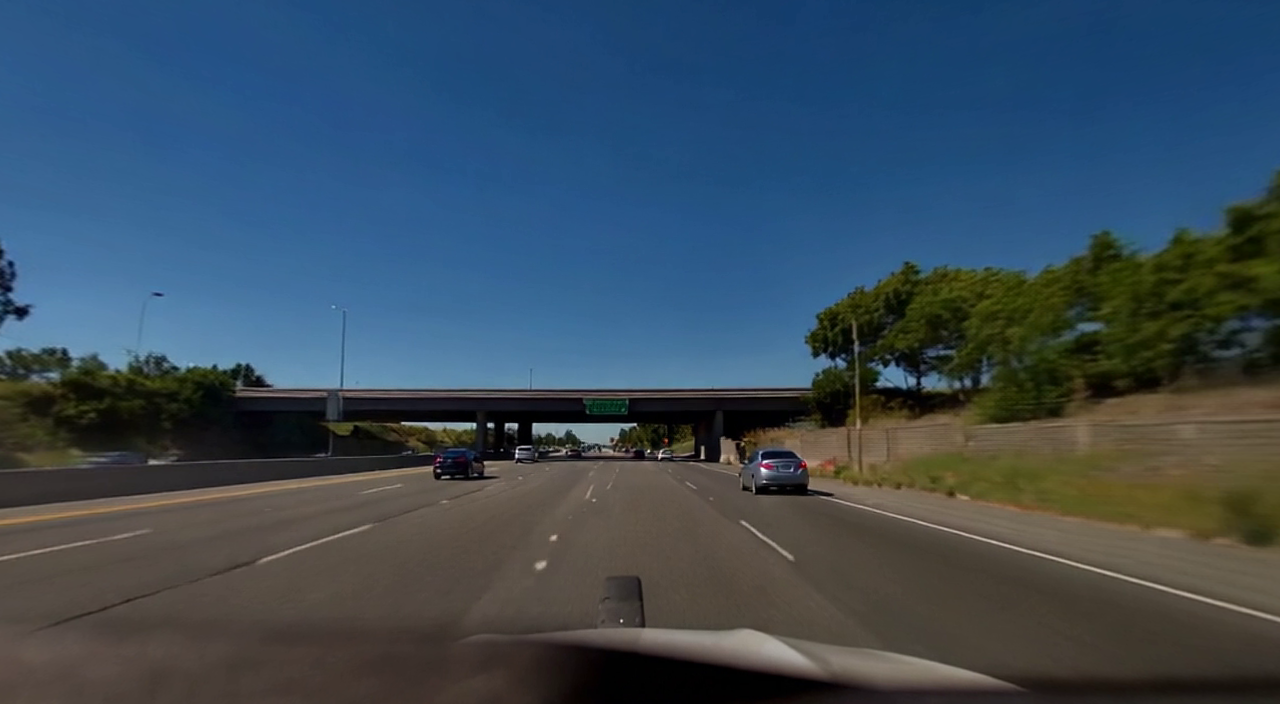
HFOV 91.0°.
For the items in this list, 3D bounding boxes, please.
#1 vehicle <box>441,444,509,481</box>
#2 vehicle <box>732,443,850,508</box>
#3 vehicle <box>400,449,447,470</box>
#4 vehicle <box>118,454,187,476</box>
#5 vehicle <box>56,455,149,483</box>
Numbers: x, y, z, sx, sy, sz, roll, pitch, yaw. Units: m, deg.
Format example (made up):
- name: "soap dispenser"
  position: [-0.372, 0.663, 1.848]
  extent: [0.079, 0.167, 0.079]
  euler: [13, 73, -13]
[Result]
- name: "vehicle"
  position: [-7.619, 5.144, 29.582]
  extent: [2.072, 1.545, 4.687]
  euler: [0, -9, -2]
- name: "vehicle"
  position: [3.905, 3.272, 17.183]
  extent: [2.079, 1.535, 4.316]
  euler: [0, -9, -1]
- name: "vehicle"
  position: [-15.963, 7.934, 46.657]
  extent: [1.919, 1.497, 4.765]
  euler: [0, -9, -2]
- name: "vehicle"
  position: [-36.373, 8.443, 47.141]
  extent: [1.770, 1.500, 4.347]
  euler: [0, -9, -2]
- name: "vehicle"
  position: [-31.523, 6.845, 37.128]
  extent: [1.796, 1.492, 4.319]
  euler: [1, -9, -3]
